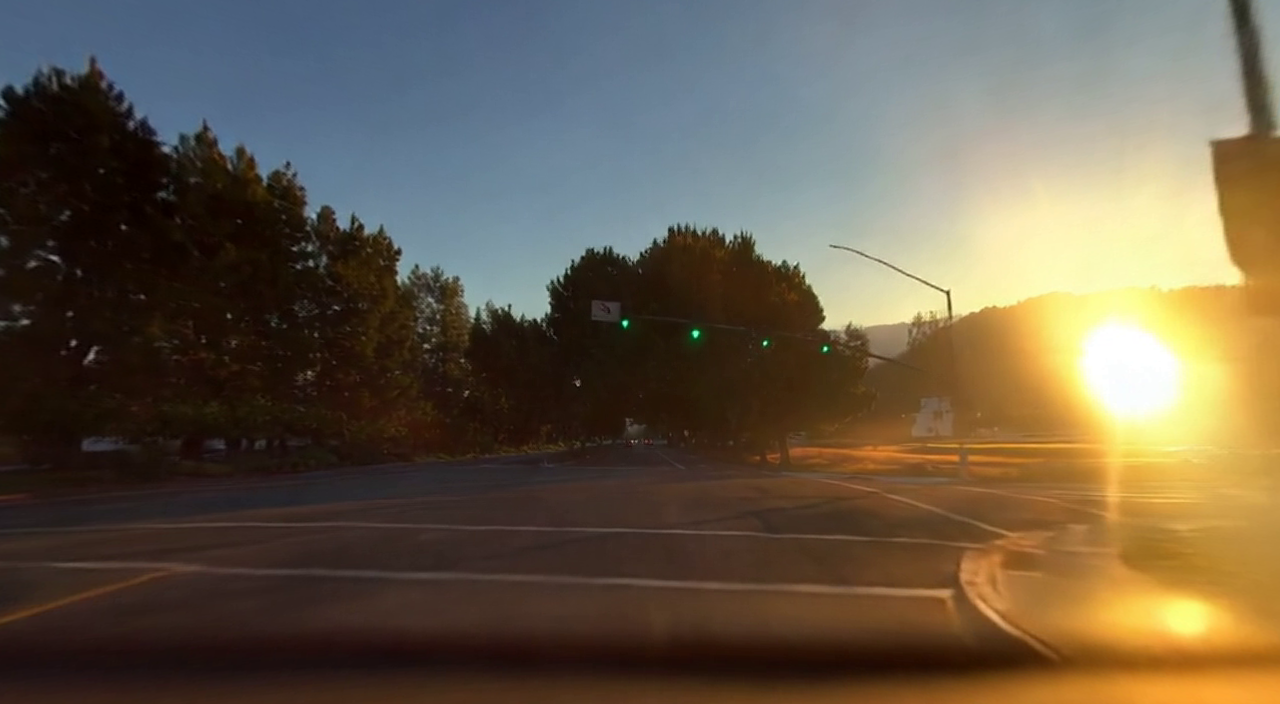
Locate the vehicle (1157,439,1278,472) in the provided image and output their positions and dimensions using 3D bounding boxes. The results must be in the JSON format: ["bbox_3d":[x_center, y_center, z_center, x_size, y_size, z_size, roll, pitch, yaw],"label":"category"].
[{"bbox_3d":[28.214,5.061,31.015,1.783,1.461,4.311,0,-8,-2],"label":"vehicle"}]
